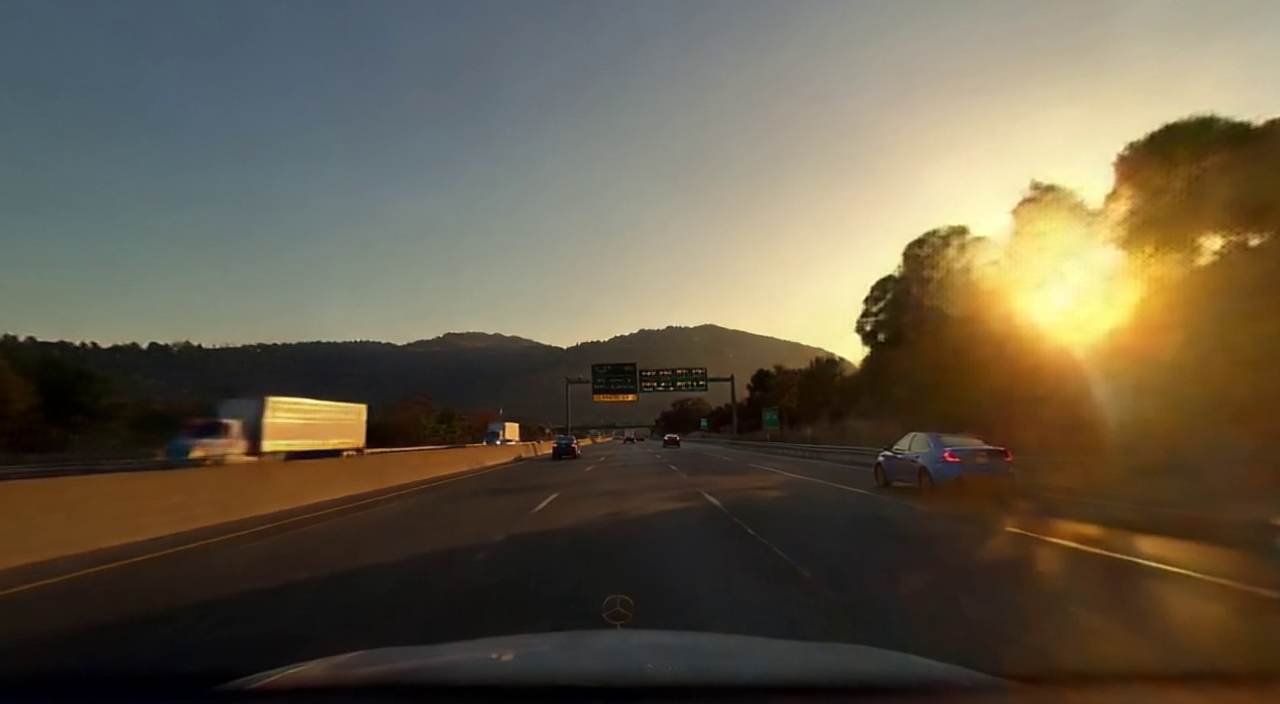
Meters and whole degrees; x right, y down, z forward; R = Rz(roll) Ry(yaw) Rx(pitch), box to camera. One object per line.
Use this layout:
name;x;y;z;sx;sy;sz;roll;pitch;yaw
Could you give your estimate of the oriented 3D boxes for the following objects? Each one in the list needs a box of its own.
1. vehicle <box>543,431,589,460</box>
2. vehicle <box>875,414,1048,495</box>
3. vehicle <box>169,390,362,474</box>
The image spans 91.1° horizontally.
vehicle;-3.948;5.030;34.125;2.032;1.465;4.316;0;-8;-1
vehicle;7.363;2.372;14.925;1.956;1.634;3.935;0;-8;-1
vehicle;-21.522;4.840;37.946;3.227;4.116;13.948;0;-8;-1
